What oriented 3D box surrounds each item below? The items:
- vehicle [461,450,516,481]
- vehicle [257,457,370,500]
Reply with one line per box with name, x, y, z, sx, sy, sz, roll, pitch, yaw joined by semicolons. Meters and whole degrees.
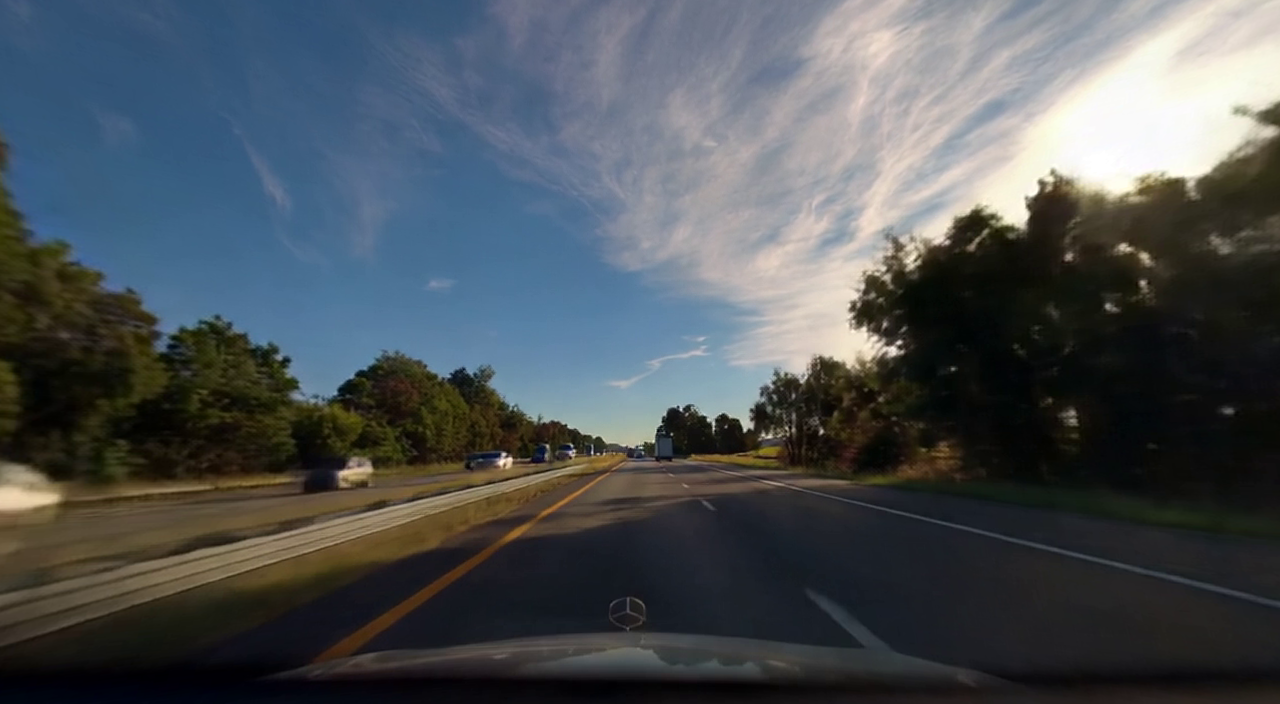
vehicle;-8.489;6.374;35.609;2.059;1.613;4.027;0;-9;0
vehicle;-12.326;4.773;24.166;1.887;1.439;4.504;0;-9;0
